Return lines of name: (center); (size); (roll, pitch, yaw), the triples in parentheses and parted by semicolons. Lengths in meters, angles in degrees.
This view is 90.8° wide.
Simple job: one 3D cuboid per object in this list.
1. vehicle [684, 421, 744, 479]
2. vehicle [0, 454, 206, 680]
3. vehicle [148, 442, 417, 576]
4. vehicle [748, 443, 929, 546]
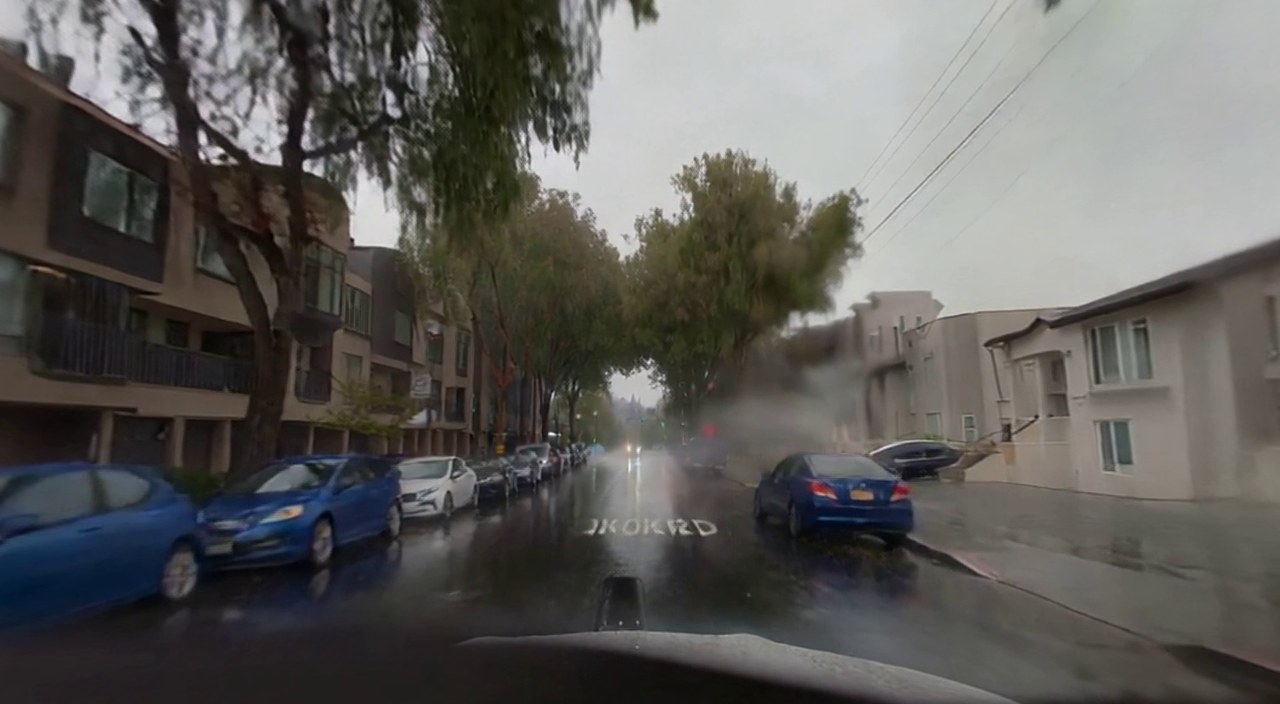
vehicle: (4.040, 5.212, 34.064); (1.961, 2.656, 3.047); (-2, -2, 34)
vehicle: (-5.198, 1.505, 4.505); (1.722, 1.491, 3.431); (0, -9, 0)
vehicle: (-5.027, 2.193, 9.656); (1.782, 1.585, 3.962); (0, -9, 0)
vehicle: (3.303, 2.426, 11.461); (1.835, 1.490, 4.134); (0, -9, -1)
